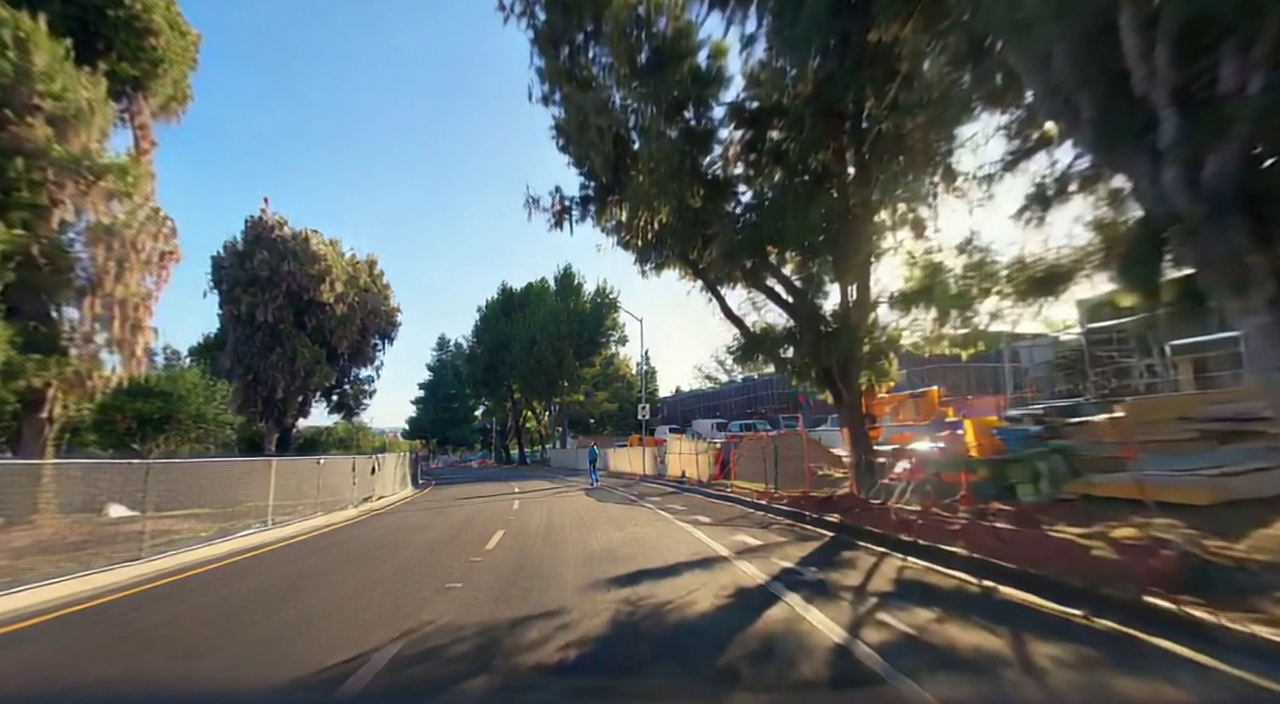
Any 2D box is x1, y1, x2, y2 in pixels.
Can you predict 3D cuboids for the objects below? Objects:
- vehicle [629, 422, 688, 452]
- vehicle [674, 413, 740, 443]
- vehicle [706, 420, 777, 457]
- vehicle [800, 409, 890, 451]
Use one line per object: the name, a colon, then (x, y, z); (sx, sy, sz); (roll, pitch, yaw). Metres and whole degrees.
vehicle: (1.494, 6.715, 49.728); (4.180, 1.880, 2.028); (12, -12, -35)
vehicle: (4.513, 5.152, 42.798); (3.916, 1.765, 1.785); (-2, -7, -19)
vehicle: (5.673, 4.878, 35.317); (3.451, 1.504, 1.652); (9, -14, -8)
vehicle: (7.823, 3.062, 24.454); (1.635, 1.445, 3.563); (1, -9, -13)
